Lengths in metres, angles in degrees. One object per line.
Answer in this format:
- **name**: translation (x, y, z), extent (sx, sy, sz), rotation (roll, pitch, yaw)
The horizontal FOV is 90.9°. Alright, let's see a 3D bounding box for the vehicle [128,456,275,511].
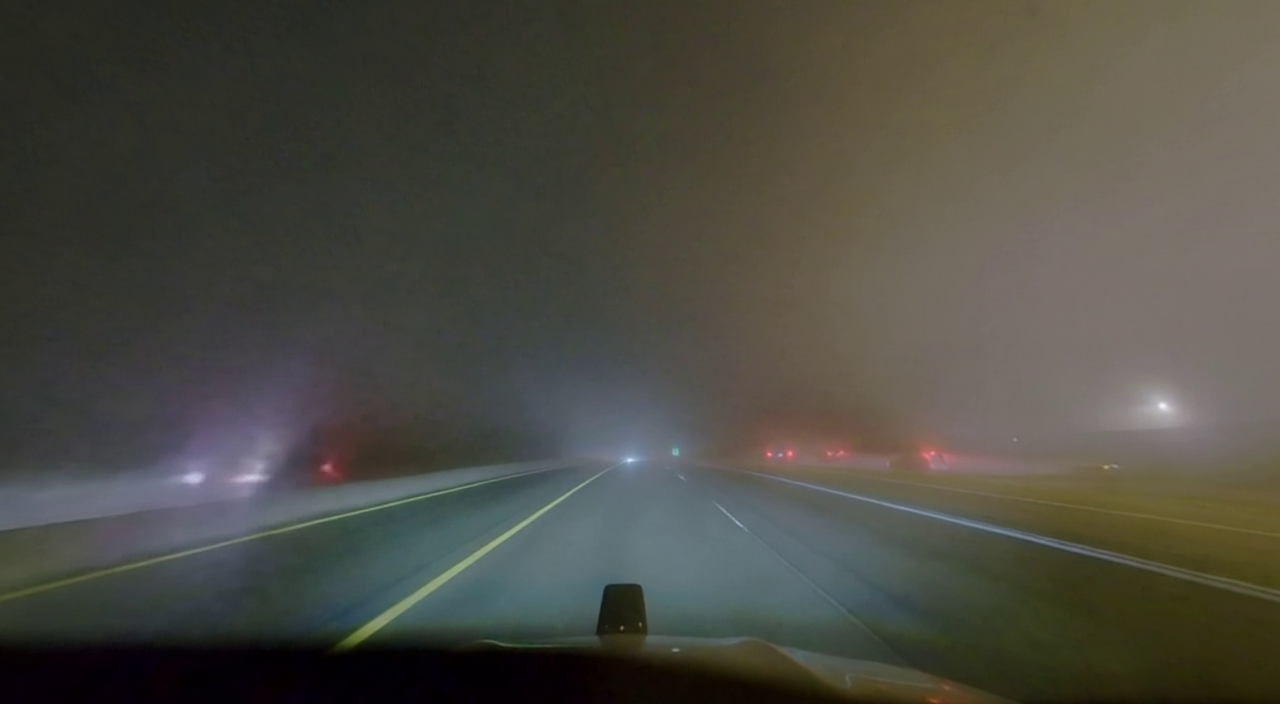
- **vehicle**: translation (-14.283, 4.258, 20.880), extent (1.950, 1.528, 3.992), rotation (0, -8, 0)
